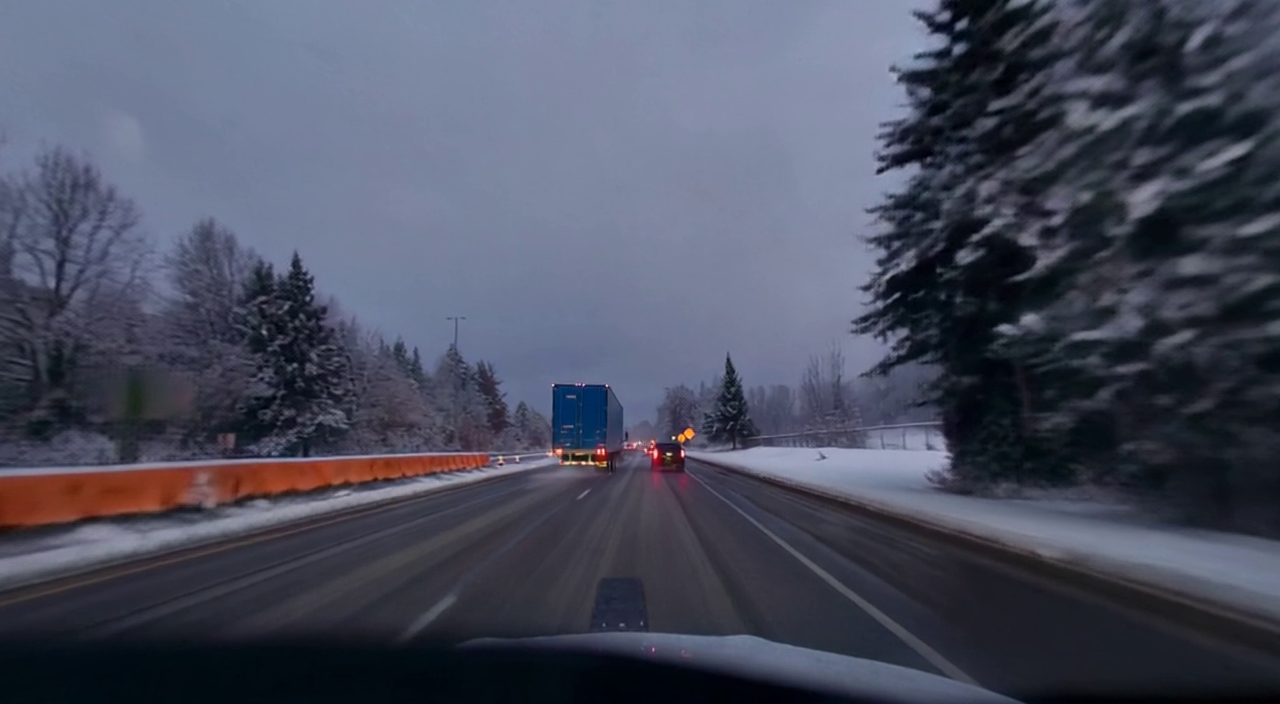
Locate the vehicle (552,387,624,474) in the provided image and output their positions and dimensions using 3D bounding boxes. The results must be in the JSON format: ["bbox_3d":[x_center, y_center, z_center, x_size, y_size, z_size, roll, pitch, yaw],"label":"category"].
[{"bbox_3d":[-2.684,4.890,38.149,2.906,4.115,15.715,0,-8,1],"label":"vehicle"}]

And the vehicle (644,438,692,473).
[{"bbox_3d":[1.387,5.356,32.888,2.304,1.675,4.462,0,-8,0],"label":"vehicle"}]
